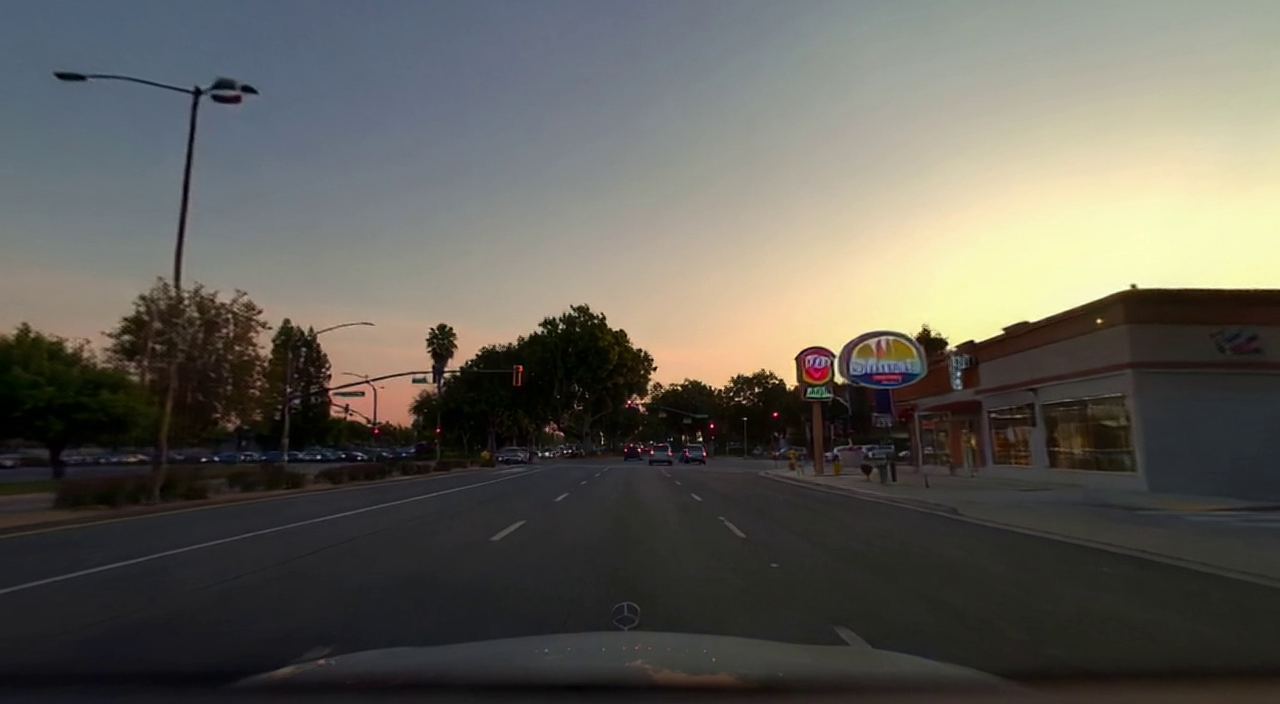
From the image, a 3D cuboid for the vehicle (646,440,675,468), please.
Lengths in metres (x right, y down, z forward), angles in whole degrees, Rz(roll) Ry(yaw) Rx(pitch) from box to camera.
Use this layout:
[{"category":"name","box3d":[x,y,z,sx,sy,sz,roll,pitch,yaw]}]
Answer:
[{"category":"vehicle","box3d":[1.525,7.623,47.321,2.096,1.961,4.259,0,-9,2]}]
